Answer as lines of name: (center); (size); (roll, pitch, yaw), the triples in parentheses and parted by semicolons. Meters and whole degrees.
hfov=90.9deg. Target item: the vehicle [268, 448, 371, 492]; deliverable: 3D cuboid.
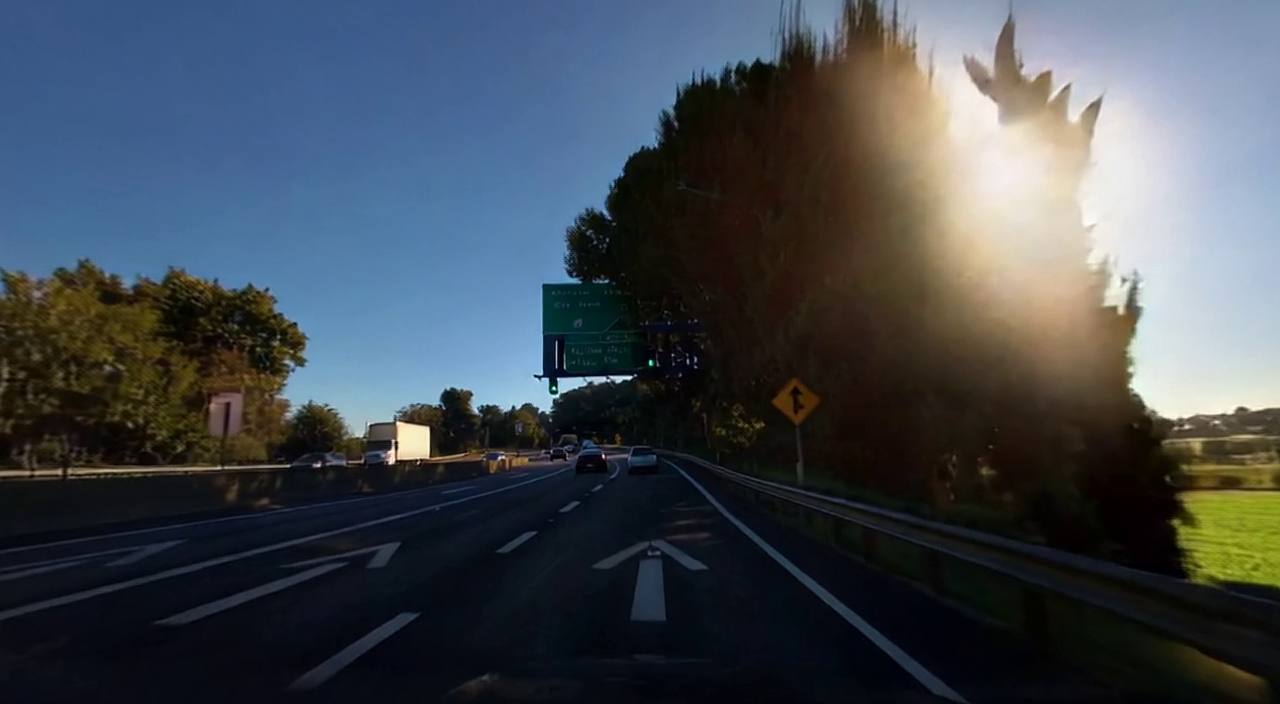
vehicle: (-14.124, 5.207, 28.158); (2.144, 1.764, 4.730); (0, -9, 0)

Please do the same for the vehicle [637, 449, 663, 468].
vehicle: (0.842, 8.400, 49.914); (1.807, 1.427, 3.645); (-1, -9, 5)

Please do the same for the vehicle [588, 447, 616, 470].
vehicle: (-2.991, 8.417, 49.989); (2.021, 1.727, 4.225); (0, -9, -1)

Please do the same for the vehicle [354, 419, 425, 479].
vehicle: (-16.706, 6.454, 41.645); (3.061, 3.490, 8.999); (5, -10, -28)
